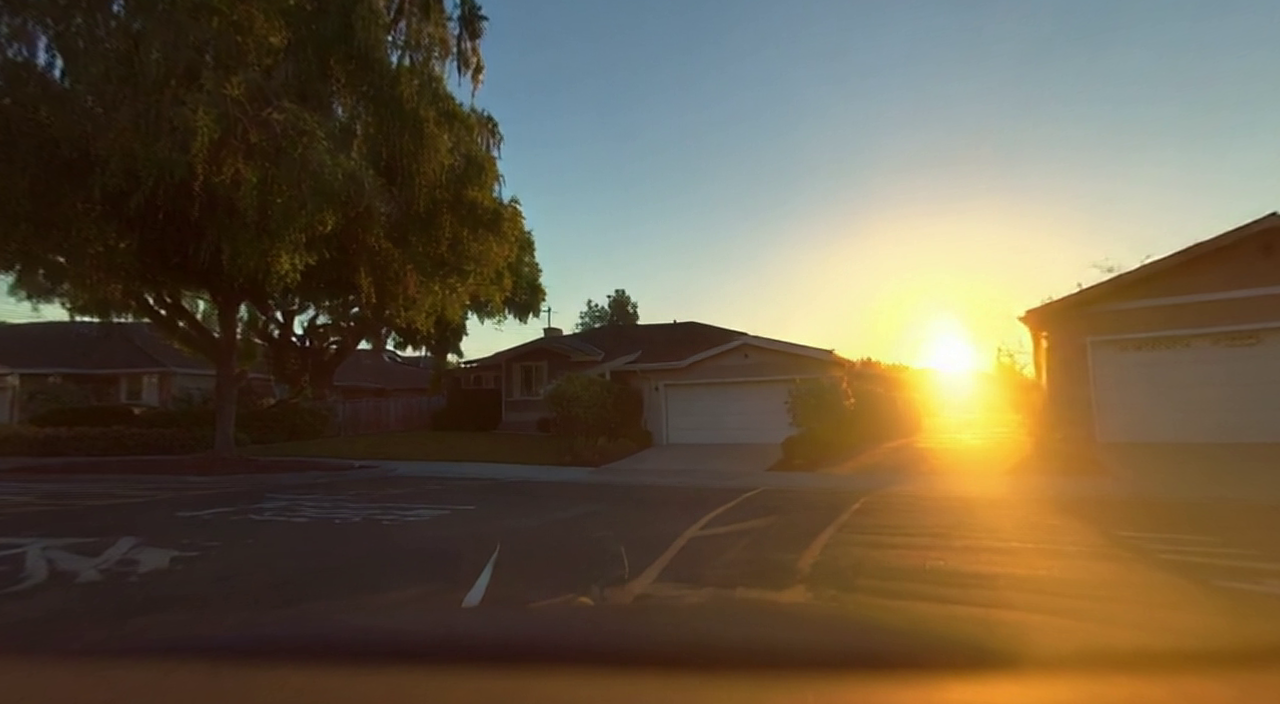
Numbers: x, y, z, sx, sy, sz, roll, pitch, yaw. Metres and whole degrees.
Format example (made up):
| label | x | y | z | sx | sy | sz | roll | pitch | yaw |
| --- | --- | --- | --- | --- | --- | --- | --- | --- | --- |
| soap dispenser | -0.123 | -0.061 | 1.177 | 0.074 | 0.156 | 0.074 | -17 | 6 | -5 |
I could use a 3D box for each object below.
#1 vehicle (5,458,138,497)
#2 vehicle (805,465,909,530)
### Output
| label | x | y | z | sx | sy | sz | roll | pitch | yaw |
| --- | --- | --- | --- | --- | --- | --- | --- | --- | --- |
| vehicle | -27.522 | 6.140 | 30.735 | 2.019 | 1.697 | 4.310 | 0 | -12 | 8 |
| vehicle | 6.158 | 4.133 | 18.449 | 1.860 | 1.477 | 4.629 | -1 | -9 | 6 |
